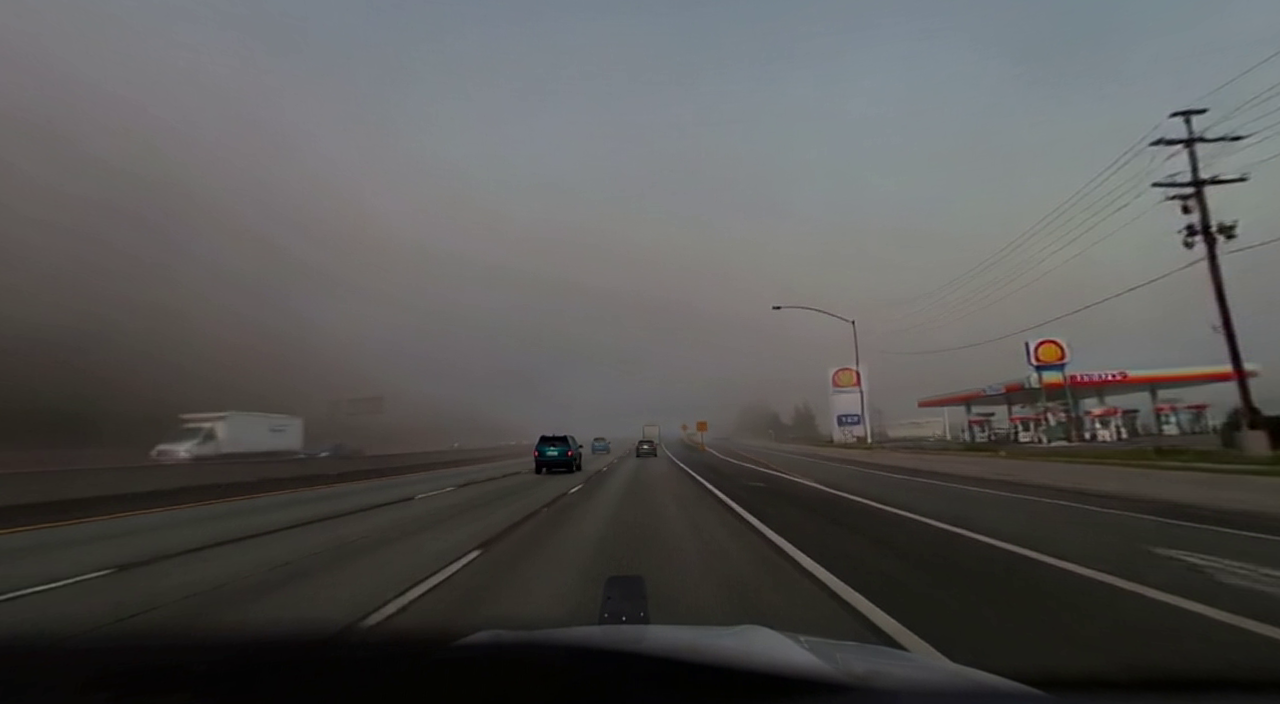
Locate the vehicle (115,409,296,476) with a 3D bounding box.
[{"bbox_3d":[-27.274,5.855,40.836,3.043,3.655,12.198,0,-8,0],"label":"vehicle"}]

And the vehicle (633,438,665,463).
[{"bbox_3d":[0.560,6.394,40.962,1.982,1.524,3.800,0,-8,-1],"label":"vehicle"}]

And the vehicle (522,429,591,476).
[{"bbox_3d":[-3.560,4.403,27.824,2.273,1.884,4.515,0,-8,2],"label":"vehicle"}]

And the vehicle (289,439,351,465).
[{"bbox_3d":[-22.882,7.174,45.270,2.108,1.758,4.475,0,-8,0],"label":"vehicle"}]
